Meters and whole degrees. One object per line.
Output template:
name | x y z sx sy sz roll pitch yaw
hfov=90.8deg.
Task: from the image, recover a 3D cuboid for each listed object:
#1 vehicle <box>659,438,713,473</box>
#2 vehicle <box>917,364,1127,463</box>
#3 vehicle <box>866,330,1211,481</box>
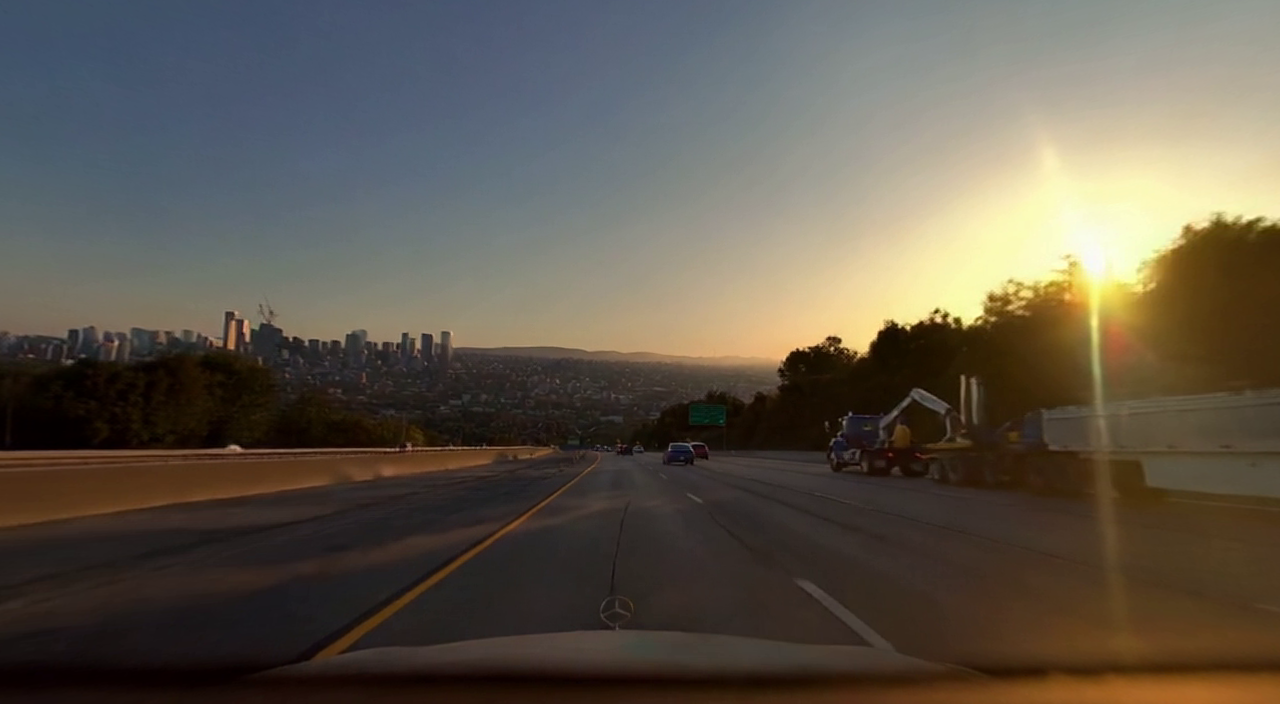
vehicle | 2.367 5.488 33.755 2.305 1.729 4.526 0 -8 -3
vehicle | 13.856 2.459 23.794 3.476 3.195 6.407 1 -8 -4
vehicle | 14.041 2.590 25.459 3.968 4.321 14.566 1 -9 -2
